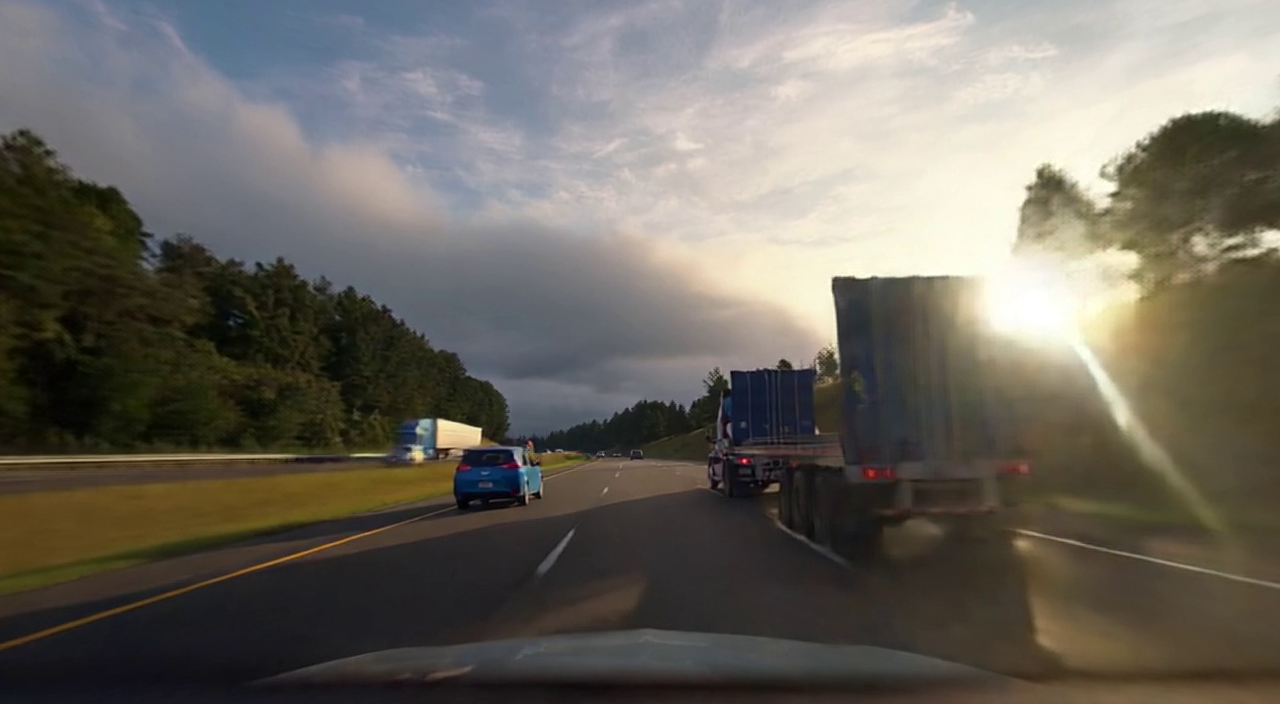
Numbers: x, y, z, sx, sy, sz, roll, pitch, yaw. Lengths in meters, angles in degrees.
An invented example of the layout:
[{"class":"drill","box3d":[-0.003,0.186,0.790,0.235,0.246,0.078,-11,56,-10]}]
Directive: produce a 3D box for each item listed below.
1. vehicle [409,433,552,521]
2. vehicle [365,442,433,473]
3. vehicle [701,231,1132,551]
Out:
[{"class":"vehicle","box3d":[-3.385,2.758,14.393,2.115,1.670,4.261,0,-9,0]},{"class":"vehicle","box3d":[-13.214,5.814,34.793,1.940,1.567,4.312,-1,-9,1]},{"class":"vehicle","box3d":[4.383,1.797,16.991,3.532,4.201,17.611,0,-9,-1]}]
